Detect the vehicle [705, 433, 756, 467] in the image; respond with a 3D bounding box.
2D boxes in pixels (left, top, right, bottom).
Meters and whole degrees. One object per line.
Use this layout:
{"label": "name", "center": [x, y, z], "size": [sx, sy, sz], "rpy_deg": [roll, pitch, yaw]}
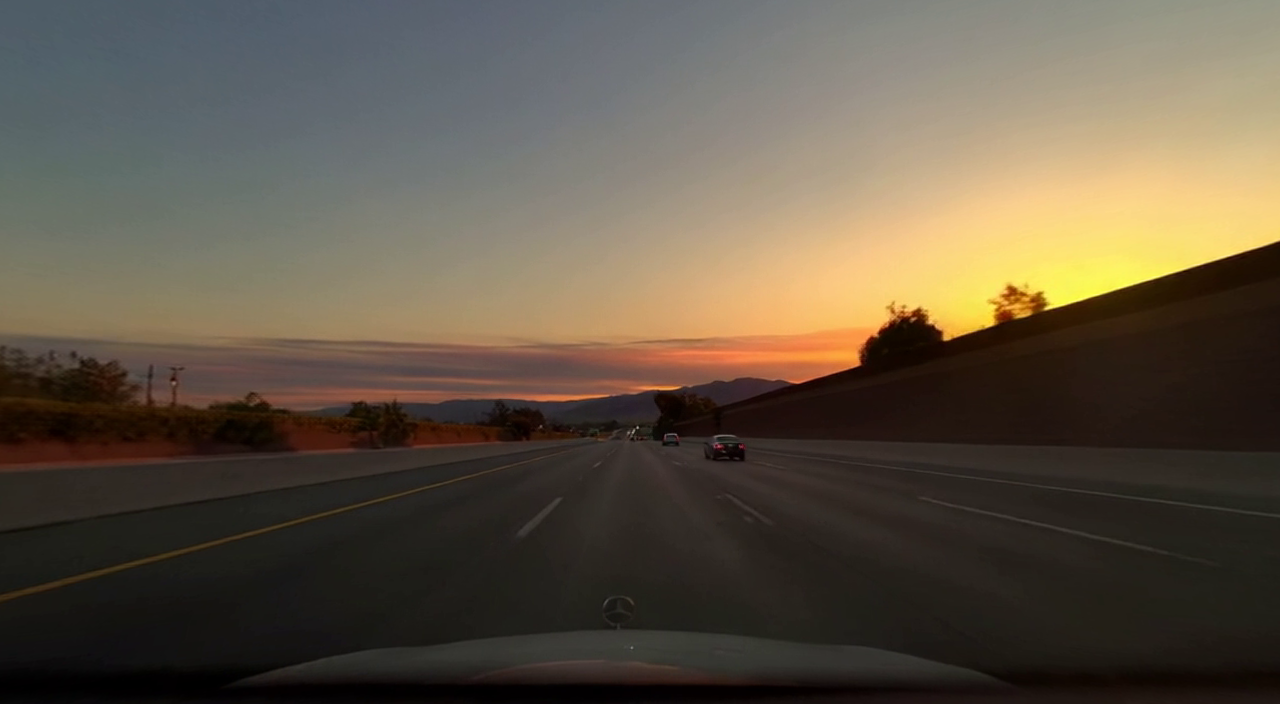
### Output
{"label": "vehicle", "center": [4.240, 4.625, 30.007], "size": [1.802, 1.492, 3.804], "rpy_deg": [0, -8, -1]}
